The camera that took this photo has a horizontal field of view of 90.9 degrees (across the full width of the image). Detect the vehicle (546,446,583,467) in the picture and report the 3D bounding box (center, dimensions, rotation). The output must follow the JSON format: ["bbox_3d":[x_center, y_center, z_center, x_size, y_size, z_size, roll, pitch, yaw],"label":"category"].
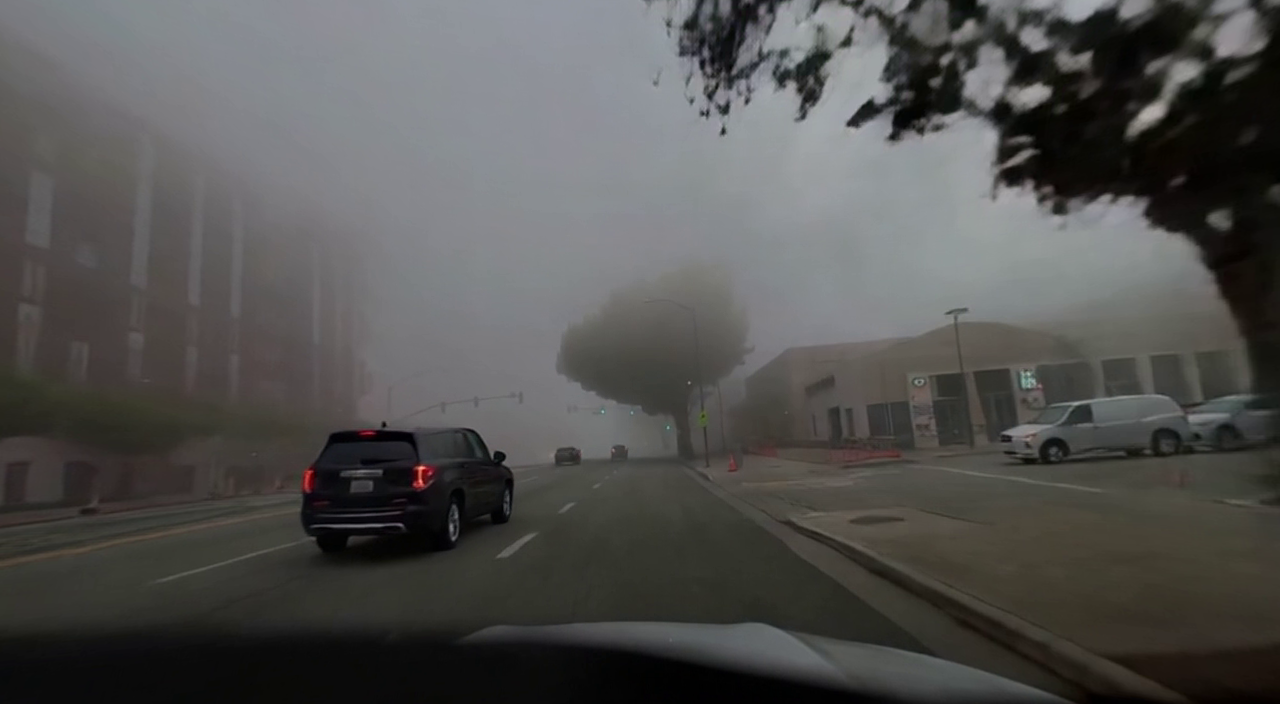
[{"bbox_3d":[-5.666,7.870,47.824,2.030,1.488,4.650,-1,-8,2],"label":"vehicle"}]

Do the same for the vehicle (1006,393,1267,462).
[{"bbox_3d":[11.842,1.858,15.330,4.573,1.532,1.983,-1,-9,1],"label":"vehicle"}]

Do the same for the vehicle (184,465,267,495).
[{"bbox_3d":[-27.954,8.589,42.540,4.398,1.737,1.950,6,-10,-37],"label":"vehicle"}]

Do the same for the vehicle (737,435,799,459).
[{"bbox_3d":[9.864,7.358,48.890,4.361,1.550,2.087,1,-13,2],"label":"vehicle"}]

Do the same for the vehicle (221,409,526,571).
[{"bbox_3d":[-3.348,1.863,9.347,2.277,1.743,4.893,0,-8,1],"label":"vehicle"}]
